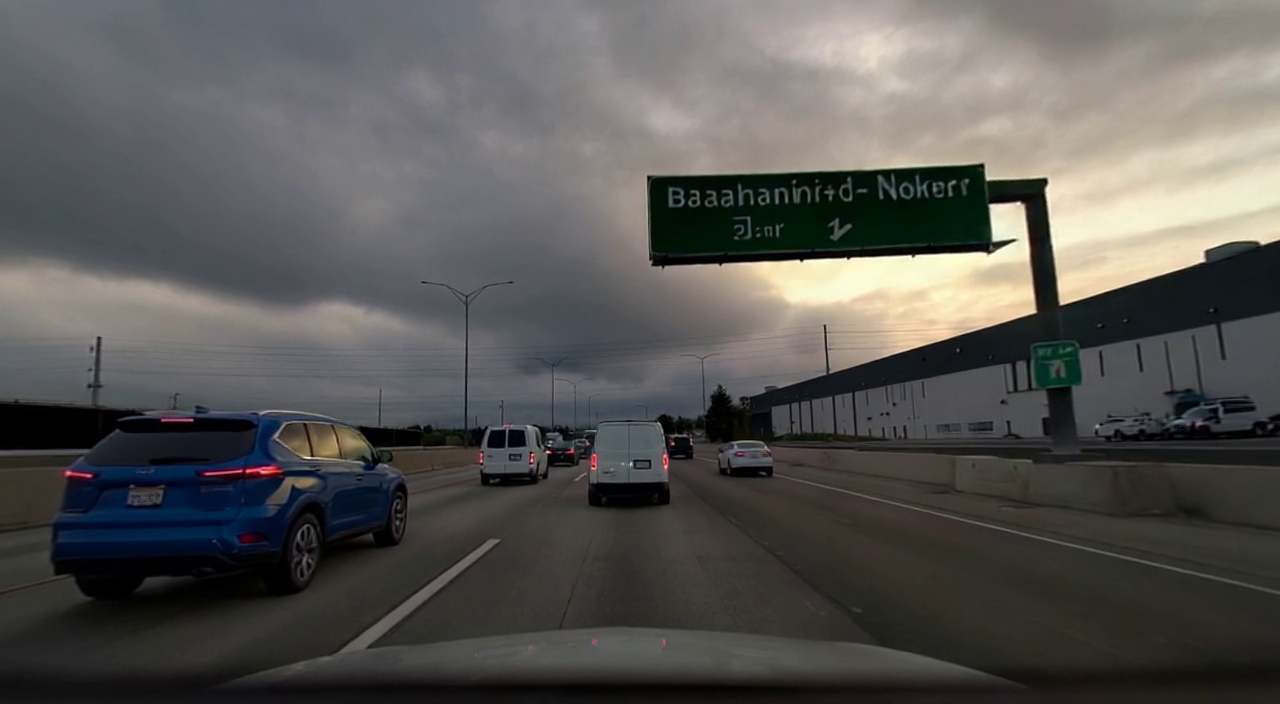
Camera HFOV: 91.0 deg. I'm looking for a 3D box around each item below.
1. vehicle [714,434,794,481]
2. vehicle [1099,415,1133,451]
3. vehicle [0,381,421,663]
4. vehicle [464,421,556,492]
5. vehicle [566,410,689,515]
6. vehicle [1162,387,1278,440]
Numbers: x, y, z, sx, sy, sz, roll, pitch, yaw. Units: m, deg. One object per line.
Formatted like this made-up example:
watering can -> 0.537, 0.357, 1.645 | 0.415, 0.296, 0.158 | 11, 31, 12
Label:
vehicle -> 3.967, 3.724, 22.521 | 1.999, 1.494, 3.833 | 0, -8, -2
vehicle -> 30.771, 5.234, 40.712 | 1.480, 2.238, 1.864 | -6, -10, 35
vehicle -> -3.844, 1.344, 6.077 | 1.972, 1.703, 4.333 | 0, -8, -1
vehicle -> -3.928, 3.234, 19.828 | 2.038, 1.936, 4.300 | 0, -8, -1
vehicle -> -0.300, 2.361, 13.960 | 2.304, 1.925, 4.282 | 0, -8, -2
vehicle -> 36.267, 3.959, 39.623 | 2.528, 3.094, 4.804 | -1, -8, 1
